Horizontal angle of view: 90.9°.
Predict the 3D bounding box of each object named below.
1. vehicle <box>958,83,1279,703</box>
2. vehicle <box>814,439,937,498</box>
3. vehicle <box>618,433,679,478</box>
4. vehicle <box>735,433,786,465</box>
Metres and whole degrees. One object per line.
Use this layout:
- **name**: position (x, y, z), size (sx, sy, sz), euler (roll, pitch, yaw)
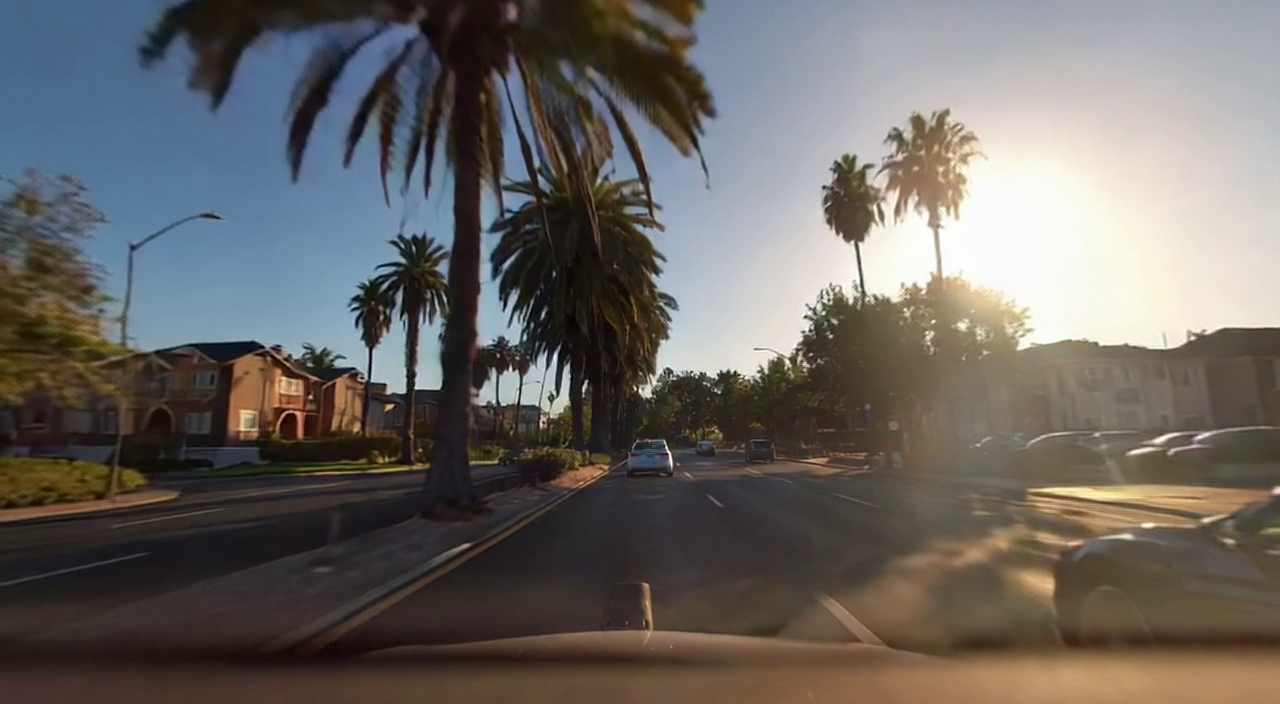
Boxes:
- **vehicle**: position (3.263, 0.258, 1.050), size (2.268, 2.584, 6.049), euler (0, -8, 0)
- **vehicle**: position (6.602, 3.269, 18.224), size (1.897, 1.477, 4.360), euler (0, -8, 0)
- **vehicle**: position (0.337, 4.213, 25.867), size (2.289, 1.679, 4.180), euler (0, -8, 0)
- **vehicle**: position (8.105, 6.604, 43.149), size (2.436, 2.010, 5.595), euler (0, -8, 1)
